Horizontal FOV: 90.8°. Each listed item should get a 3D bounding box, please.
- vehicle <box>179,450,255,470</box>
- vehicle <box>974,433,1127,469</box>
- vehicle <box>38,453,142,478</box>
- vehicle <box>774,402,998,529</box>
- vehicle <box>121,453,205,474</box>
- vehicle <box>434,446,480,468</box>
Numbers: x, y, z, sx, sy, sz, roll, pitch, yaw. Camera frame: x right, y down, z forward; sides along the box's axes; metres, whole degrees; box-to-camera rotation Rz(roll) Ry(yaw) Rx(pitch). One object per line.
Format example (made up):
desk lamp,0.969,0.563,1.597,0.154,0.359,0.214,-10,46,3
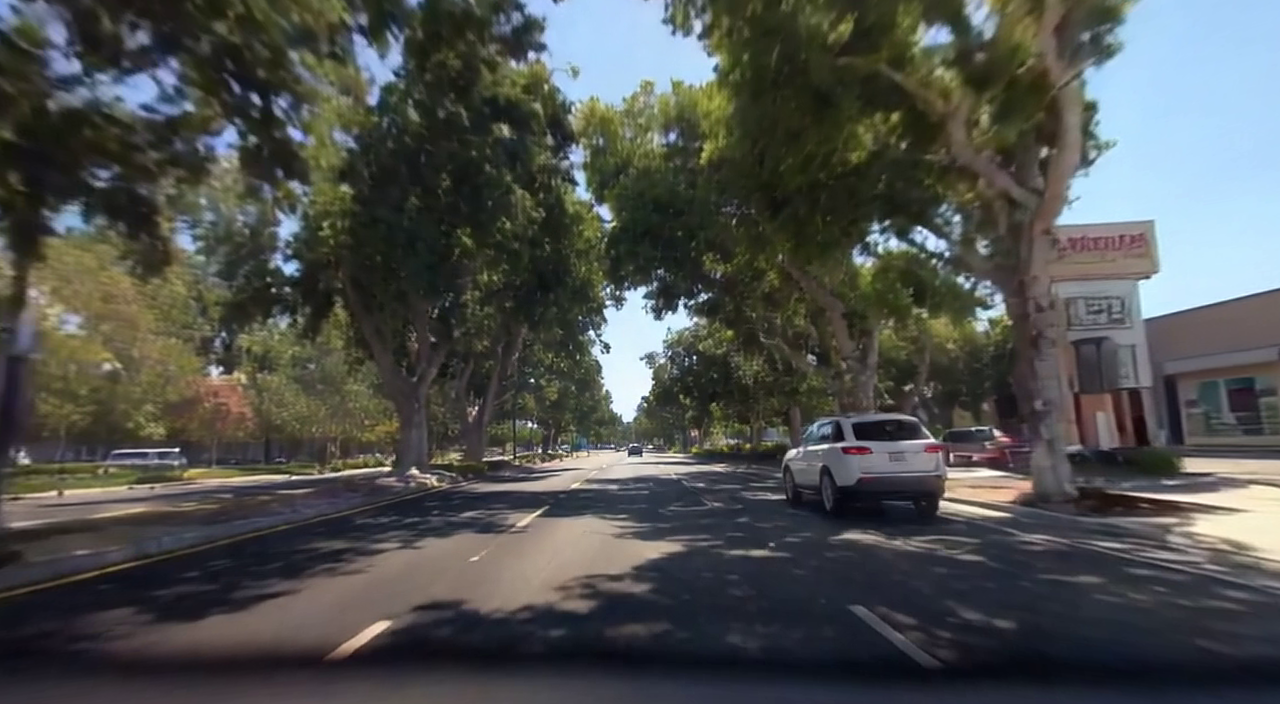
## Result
vehicle,-32.577,8.345,48.769,4.397,1.483,2.036,0,-8,2
vehicle,16.617,4.036,25.766,4.848,1.418,1.914,0,-8,2
vehicle,-32.665,6.744,37.608,4.635,1.422,1.725,0,-8,3
vehicle,4.379,2.139,12.421,2.185,1.956,5.128,0,-8,-2
vehicle,-32.552,7.595,43.182,4.393,1.394,1.612,0,-8,1
vehicle,-13.137,7.534,45.655,1.915,1.483,4.730,0,-8,0
